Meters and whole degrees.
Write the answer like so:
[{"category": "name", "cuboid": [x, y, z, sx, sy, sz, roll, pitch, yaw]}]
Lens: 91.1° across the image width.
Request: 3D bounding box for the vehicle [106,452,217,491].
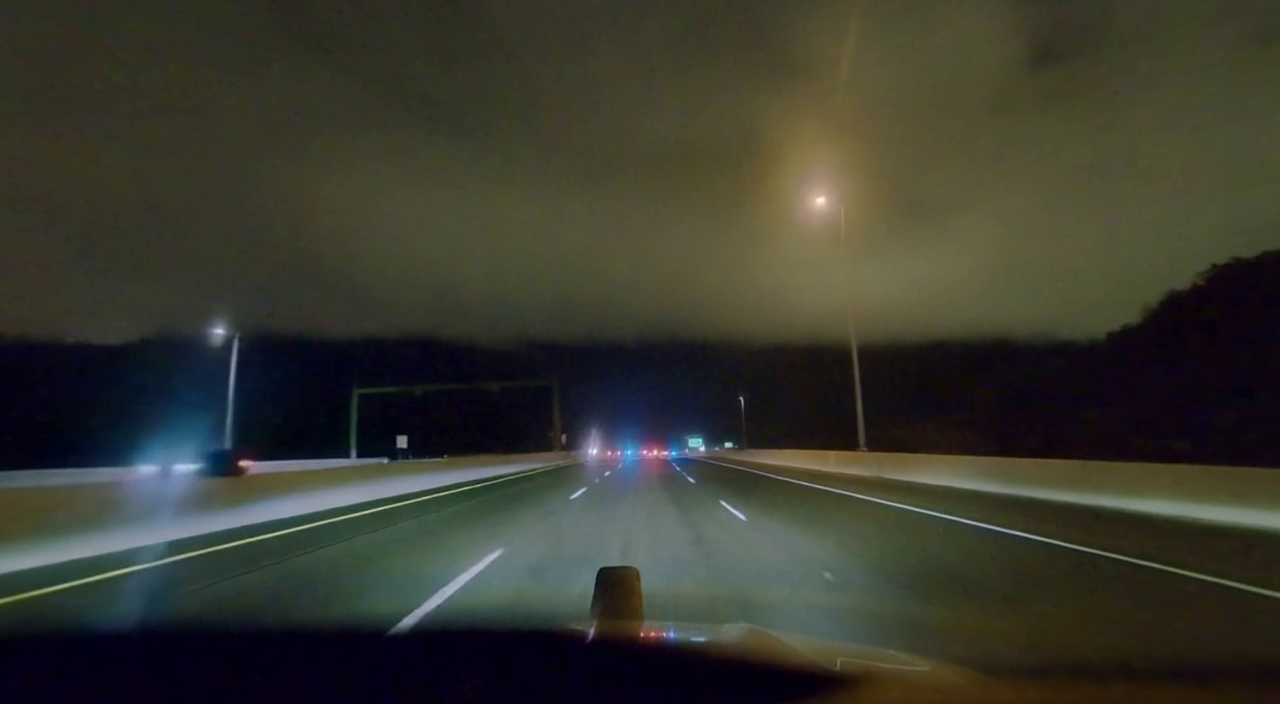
[{"category": "vehicle", "cuboid": [-20.102, 4.998, 26.601, 1.830, 1.508, 3.563, 0, -9, 0]}]
